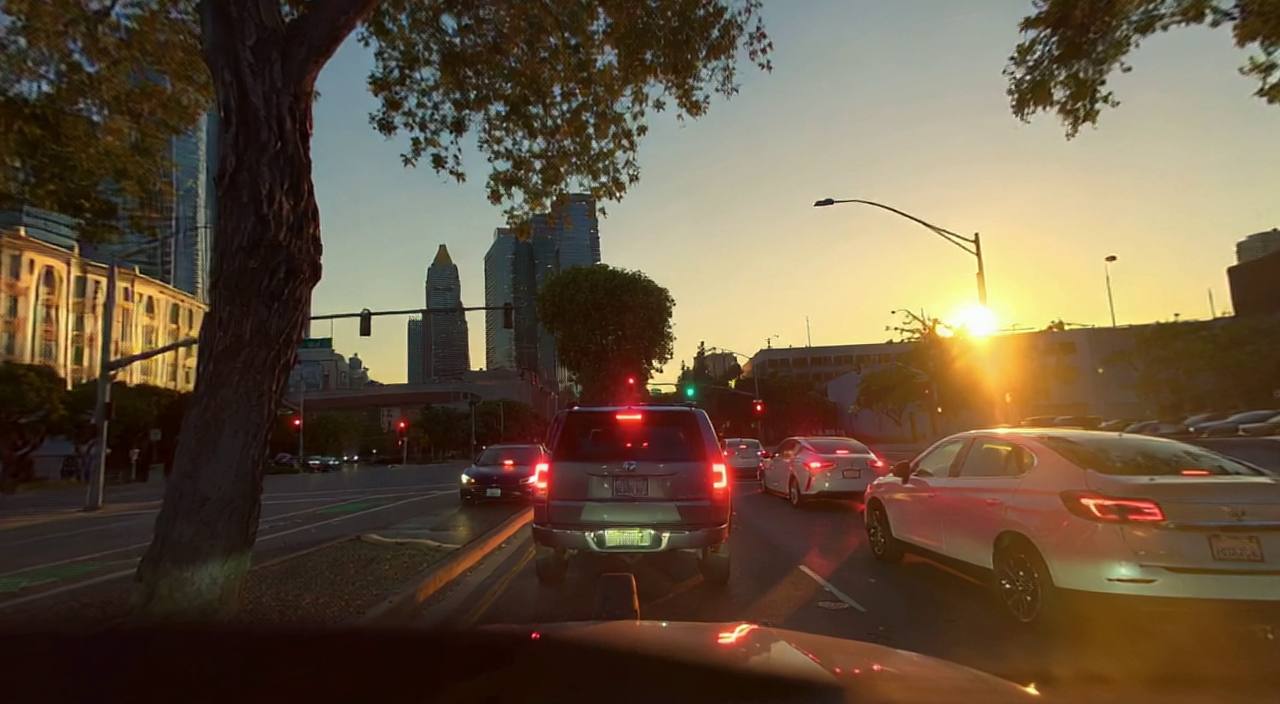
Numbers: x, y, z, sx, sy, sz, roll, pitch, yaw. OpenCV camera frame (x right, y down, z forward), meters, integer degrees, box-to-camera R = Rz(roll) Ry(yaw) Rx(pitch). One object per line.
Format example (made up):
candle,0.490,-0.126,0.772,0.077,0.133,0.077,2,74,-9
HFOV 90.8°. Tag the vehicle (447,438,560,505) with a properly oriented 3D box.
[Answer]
vehicle,-3.301,2.978,16.206,1.913,1.464,4.276,0,-8,0

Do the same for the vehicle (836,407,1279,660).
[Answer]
vehicle,3.653,1.408,6.074,1.995,1.483,4.533,0,-8,-1

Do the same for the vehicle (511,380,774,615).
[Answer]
vehicle,-0.028,1.459,7.259,2.038,1.819,4.505,0,-8,-1
